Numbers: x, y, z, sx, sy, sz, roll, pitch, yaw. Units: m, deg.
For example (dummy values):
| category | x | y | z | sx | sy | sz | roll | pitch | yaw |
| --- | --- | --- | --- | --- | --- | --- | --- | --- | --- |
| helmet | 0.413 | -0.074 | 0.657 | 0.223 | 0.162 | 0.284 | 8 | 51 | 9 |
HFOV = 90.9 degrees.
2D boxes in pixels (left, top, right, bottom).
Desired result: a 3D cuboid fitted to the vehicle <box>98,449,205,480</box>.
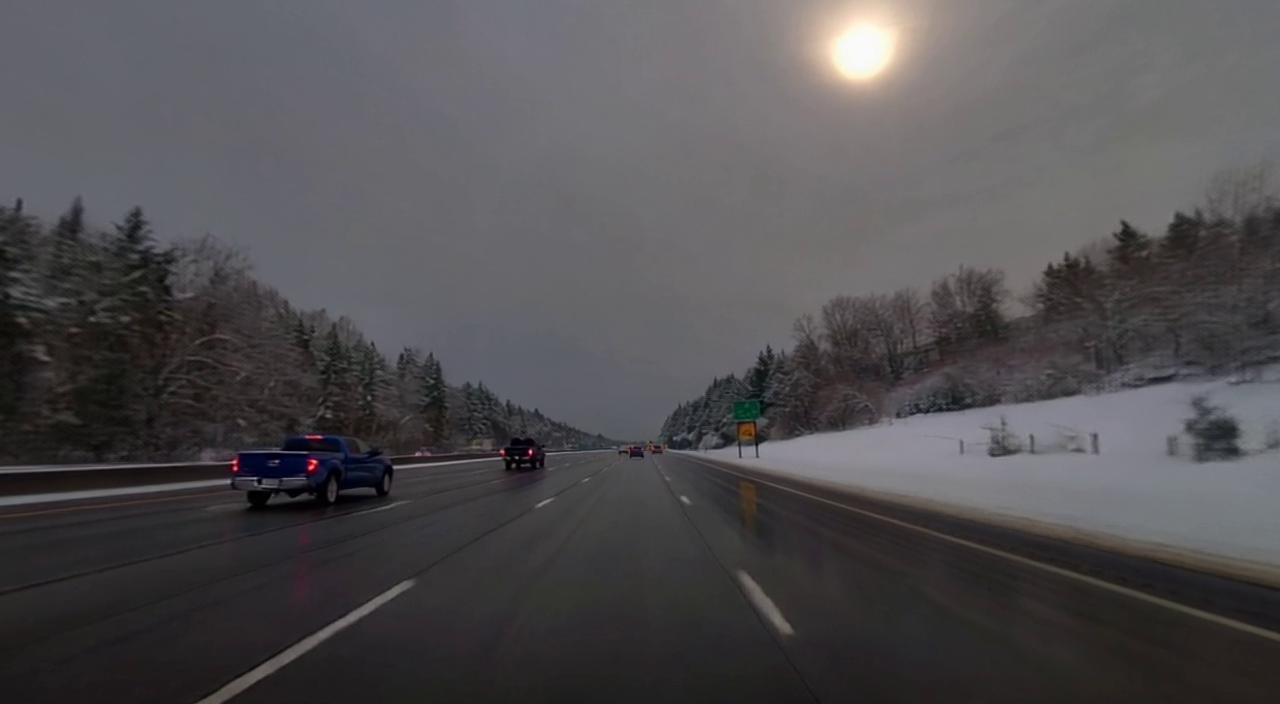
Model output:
| category | x | y | z | sx | sy | sz | roll | pitch | yaw |
| --- | --- | --- | --- | --- | --- | --- | --- | --- | --- |
| vehicle | -25.695 | 5.920 | 33.398 | 1.860 | 1.475 | 4.609 | 0 | -8 | 1 |

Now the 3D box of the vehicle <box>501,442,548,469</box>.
| category | x | y | z | sx | sy | sz | roll | pitch | yaw |
| --- | --- | --- | --- | --- | --- | --- | --- | --- | --- |
| vehicle | -6.841 | 6.150 | 37.785 | 1.919 | 1.499 | 4.234 | 0 | -8 | 1 |

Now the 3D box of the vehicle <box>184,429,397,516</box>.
| category | x | y | z | sx | sy | sz | roll | pitch | yaw |
| --- | --- | --- | --- | --- | --- | --- | --- | --- | --- |
| vehicle | -7.329 | 2.559 | 13.956 | 1.965 | 1.567 | 4.686 | 0 | -8 | 1 |
